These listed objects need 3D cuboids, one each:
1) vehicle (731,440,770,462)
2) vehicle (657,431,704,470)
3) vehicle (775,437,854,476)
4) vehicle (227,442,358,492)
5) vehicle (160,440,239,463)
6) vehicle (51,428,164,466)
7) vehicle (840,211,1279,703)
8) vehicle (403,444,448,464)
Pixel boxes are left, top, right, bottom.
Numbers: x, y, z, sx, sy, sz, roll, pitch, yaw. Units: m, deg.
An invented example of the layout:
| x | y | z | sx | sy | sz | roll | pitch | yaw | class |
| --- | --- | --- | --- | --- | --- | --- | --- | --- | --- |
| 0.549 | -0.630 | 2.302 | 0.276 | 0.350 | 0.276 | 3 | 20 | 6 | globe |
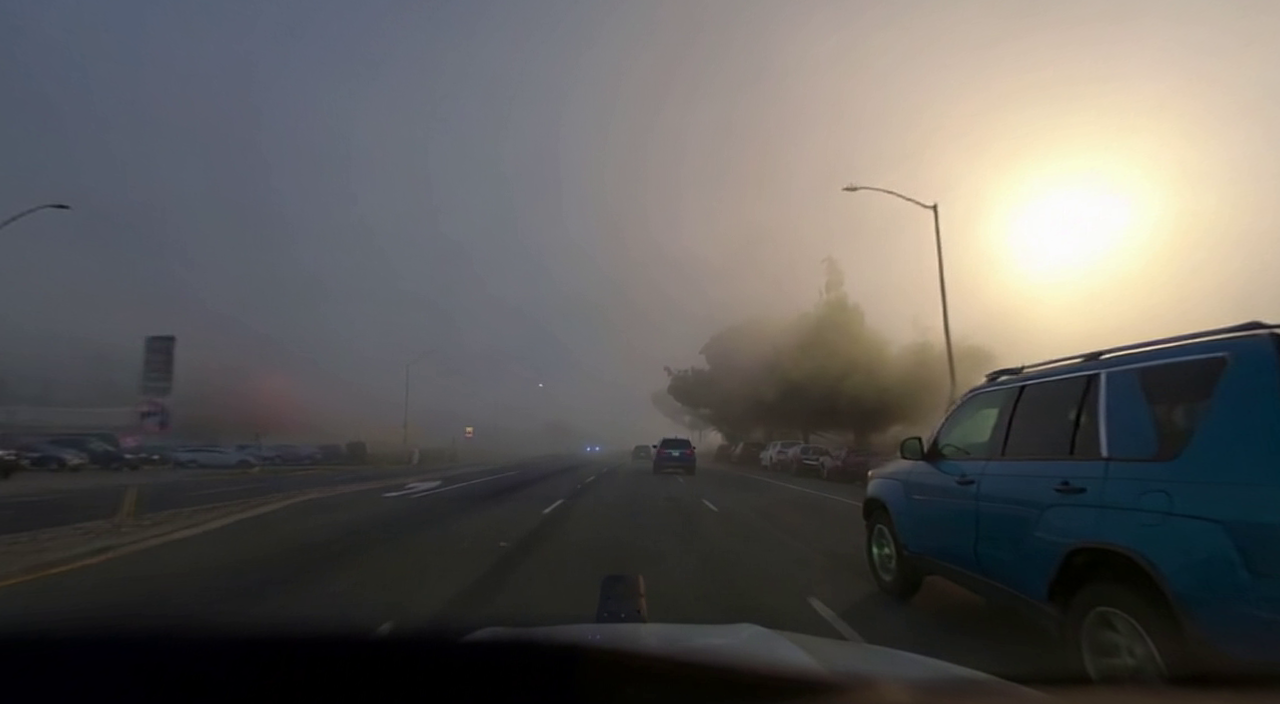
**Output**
| x | y | z | sx | sy | sz | roll | pitch | yaw | class |
| --- | --- | --- | --- | --- | --- | --- | --- | --- | --- |
| 7.824 | 7.051 | 44.933 | 1.895 | 1.437 | 4.890 | 0 | -8 | 0 | vehicle |
| 2.055 | 5.220 | 33.374 | 2.317 | 1.857 | 5.150 | 0 | -8 | 1 | vehicle |
| 7.417 | 4.495 | 27.203 | 2.055 | 1.508 | 4.782 | 0 | -8 | 0 | vehicle |
| -11.330 | 3.759 | 20.912 | 1.942 | 1.473 | 4.506 | 1 | -8 | -2 | vehicle |
| -30.091 | 6.819 | 43.078 | 1.949 | 1.466 | 4.654 | 0 | -8 | 1 | vehicle |
| -30.731 | 5.565 | 36.509 | 2.042 | 1.901 | 5.209 | -3 | -10 | -1 | vehicle |
| 3.066 | 0.840 | 3.688 | 2.246 | 1.963 | 4.777 | 0 | -8 | 1 | vehicle |
| -17.006 | 8.121 | 49.950 | 1.962 | 1.496 | 4.431 | 0 | -8 | 1 | vehicle |
